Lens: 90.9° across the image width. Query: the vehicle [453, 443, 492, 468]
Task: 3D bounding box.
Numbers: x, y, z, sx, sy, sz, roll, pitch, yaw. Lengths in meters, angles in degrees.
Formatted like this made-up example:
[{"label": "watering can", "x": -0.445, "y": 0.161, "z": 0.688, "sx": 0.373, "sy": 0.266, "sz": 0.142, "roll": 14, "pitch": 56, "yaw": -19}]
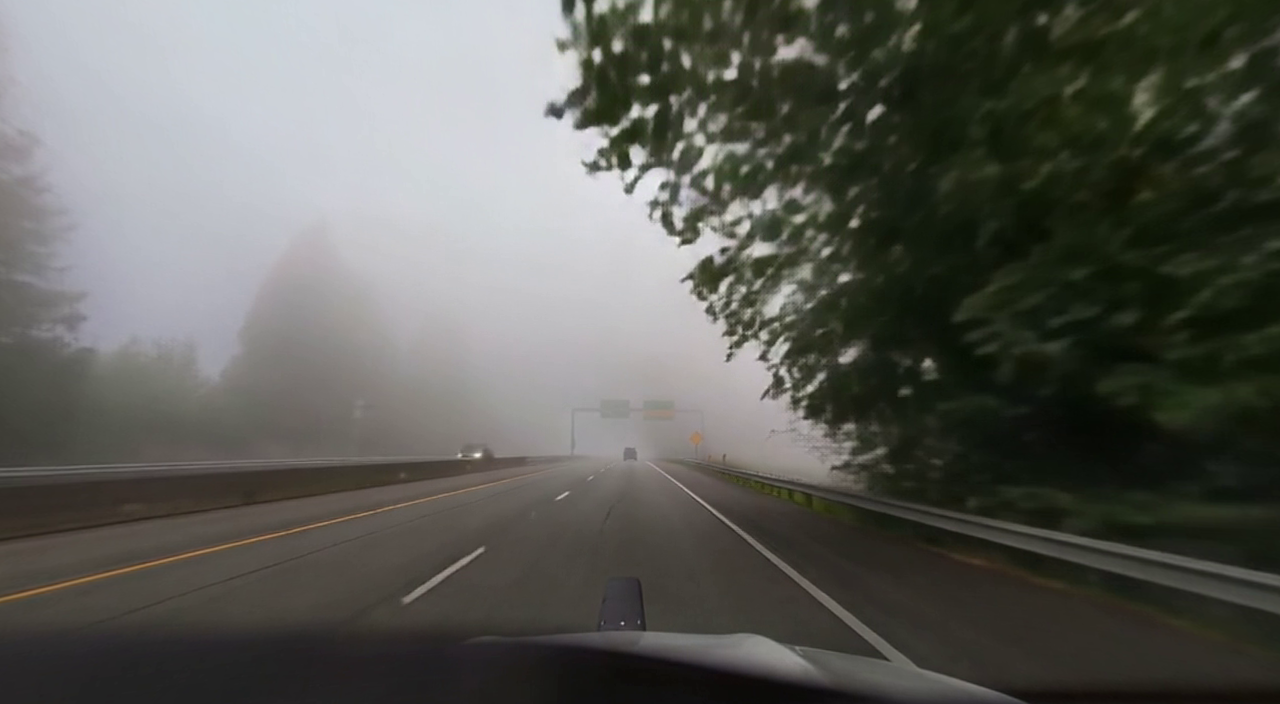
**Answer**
[{"label": "vehicle", "x": -12.596, "y": 7.775, "z": 47.503, "sx": 1.869, "sy": 1.751, "sz": 4.427, "roll": 0, "pitch": -9, "yaw": -2}]
